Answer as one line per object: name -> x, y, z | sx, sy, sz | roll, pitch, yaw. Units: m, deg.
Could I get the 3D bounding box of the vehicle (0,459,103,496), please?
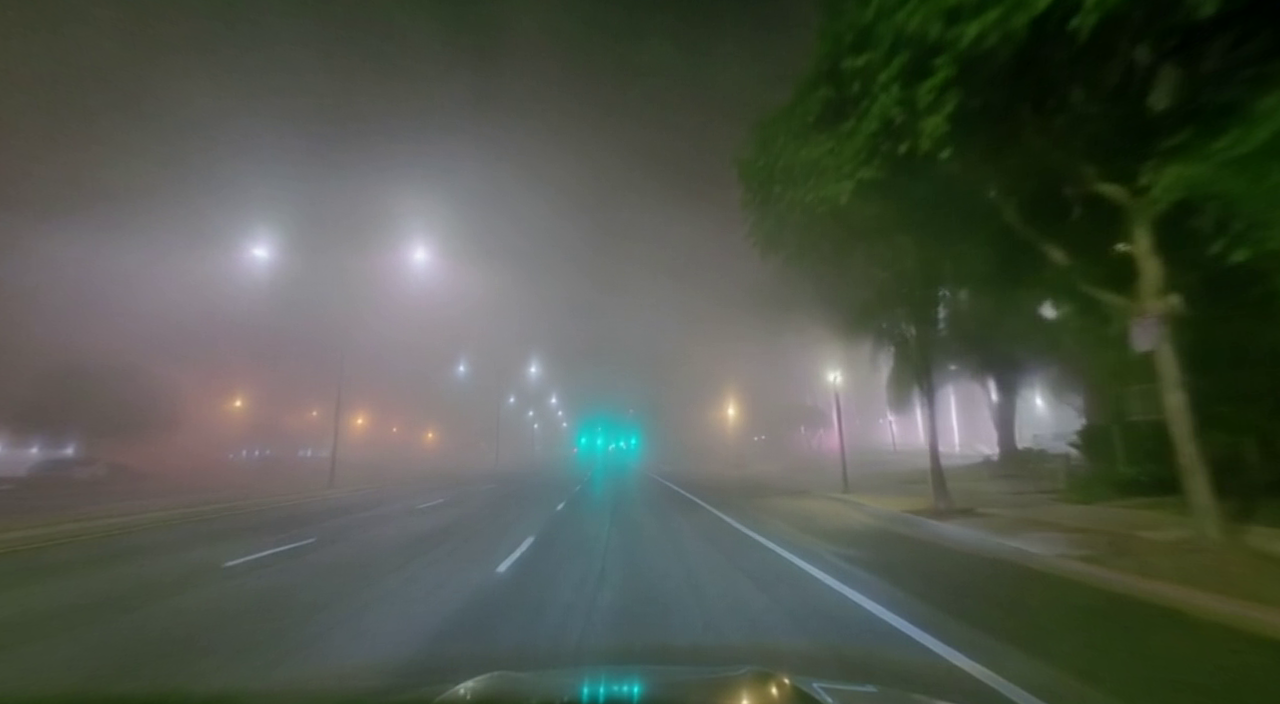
vehicle -> -32.812, 6.874, 34.930 | 2.031, 1.789, 5.081 | 0, -8, -4

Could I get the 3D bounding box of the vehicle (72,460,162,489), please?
vehicle -> -33.279, 7.789, 40.397 | 2.034, 1.618, 4.667 | 1, -8, -5
